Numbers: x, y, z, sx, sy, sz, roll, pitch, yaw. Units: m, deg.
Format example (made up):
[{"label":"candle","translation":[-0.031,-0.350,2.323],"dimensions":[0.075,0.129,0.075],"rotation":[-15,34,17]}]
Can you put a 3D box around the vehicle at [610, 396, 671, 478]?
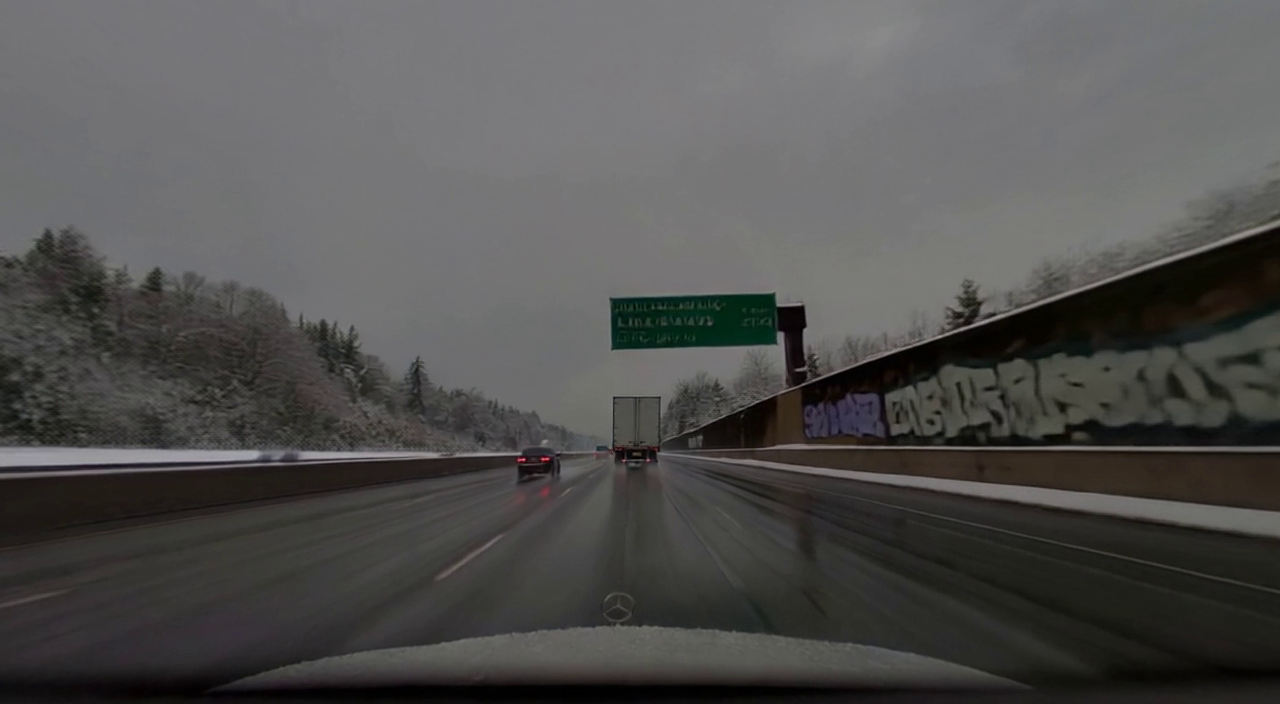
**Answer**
[{"label":"vehicle","translation":[-0.067,5.076,36.698],"dimensions":[3.042,4.023,10.832],"rotation":[0,-9,-1]}]

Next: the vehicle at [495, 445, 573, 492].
[{"label":"vehicle","translation":[-3.733,4.193,22.862],"dimensions":[2.158,1.538,4.047],"rotation":[0,-9,0]}]

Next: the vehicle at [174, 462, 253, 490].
[{"label":"vehicle","translation":[-23.933,6.950,35.331],"dimensions":[1.781,1.438,3.826],"rotation":[0,-9,0]}]

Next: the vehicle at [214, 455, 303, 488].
[{"label":"vehicle","translation":[-19.675,6.168,32.553],"dimensions":[1.841,1.531,4.395],"rotation":[0,-9,-1]}]
